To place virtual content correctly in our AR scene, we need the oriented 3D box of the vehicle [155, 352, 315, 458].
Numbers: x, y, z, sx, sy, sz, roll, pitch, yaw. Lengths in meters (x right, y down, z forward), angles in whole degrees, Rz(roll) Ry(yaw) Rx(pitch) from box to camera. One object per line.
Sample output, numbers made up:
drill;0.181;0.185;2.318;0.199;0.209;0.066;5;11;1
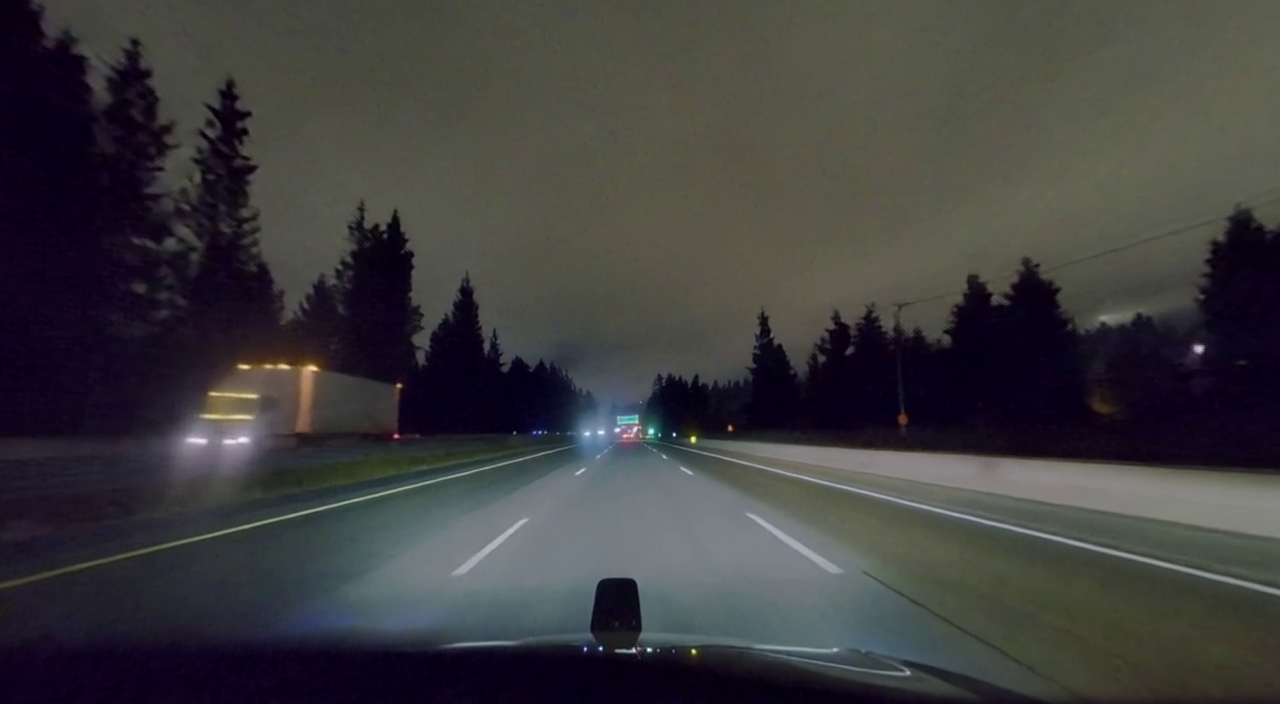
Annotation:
vehicle;-16.668;2.340;26.454;2.945;3.994;5.608;0;-7;-2
